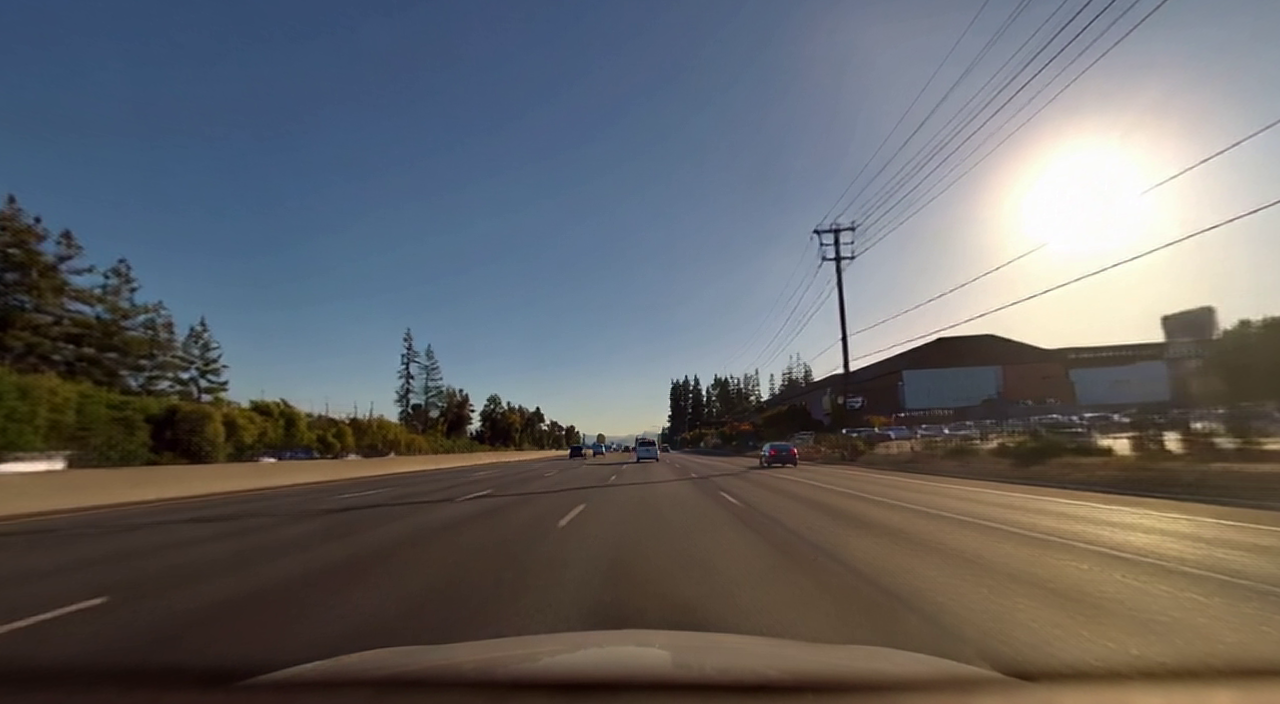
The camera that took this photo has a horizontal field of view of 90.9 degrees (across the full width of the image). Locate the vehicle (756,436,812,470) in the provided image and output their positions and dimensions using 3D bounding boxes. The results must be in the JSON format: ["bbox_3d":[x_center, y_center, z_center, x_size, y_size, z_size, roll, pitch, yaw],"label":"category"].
[{"bbox_3d":[7.624,5.397,33.784,1.937,1.698,4.322,0,-8,-1],"label":"vehicle"}]
